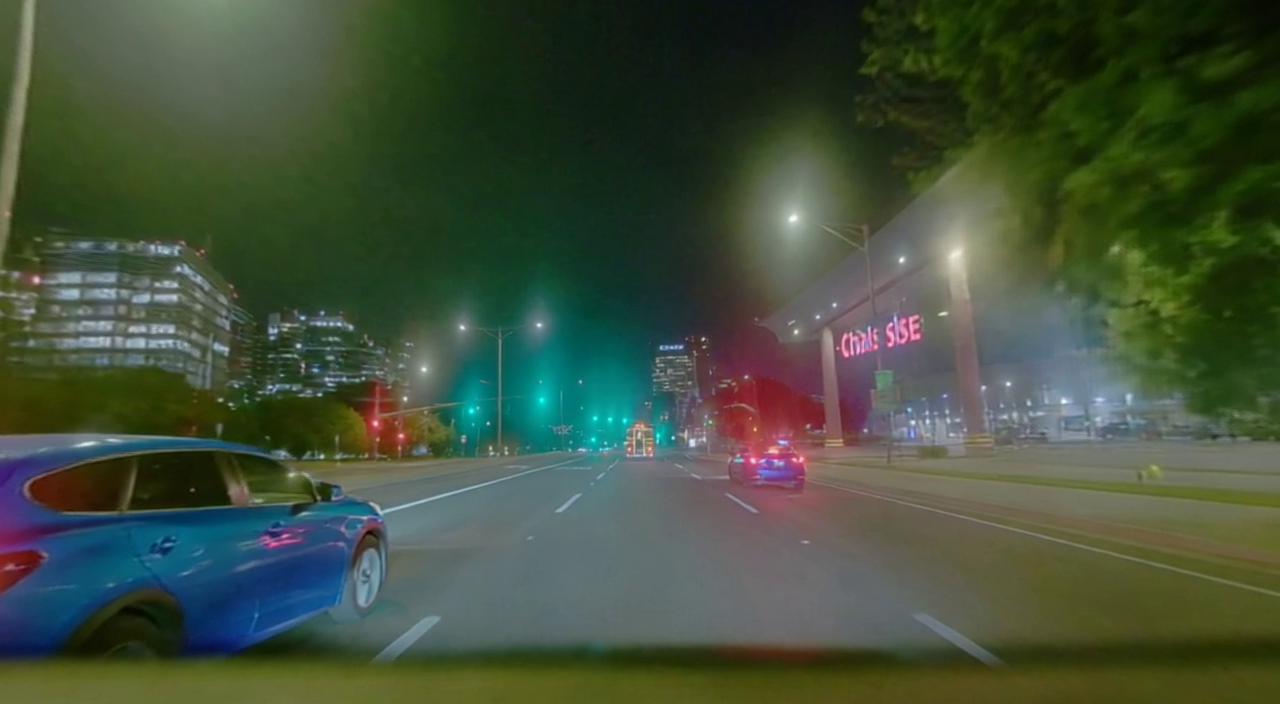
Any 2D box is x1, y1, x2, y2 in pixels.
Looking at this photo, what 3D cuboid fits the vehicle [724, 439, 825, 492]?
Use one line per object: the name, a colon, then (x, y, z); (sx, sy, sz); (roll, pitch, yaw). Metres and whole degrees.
vehicle: (4.005, 3.461, 19.682); (2.005, 1.442, 4.675); (0, -8, -1)
